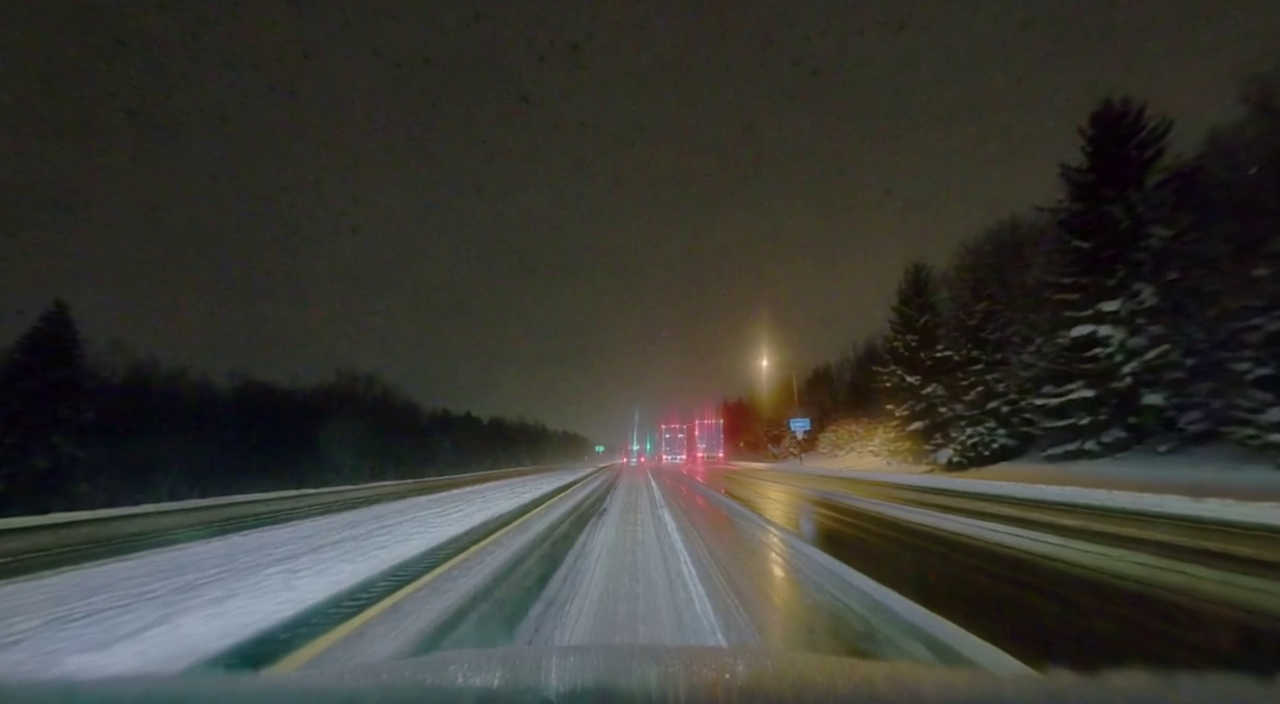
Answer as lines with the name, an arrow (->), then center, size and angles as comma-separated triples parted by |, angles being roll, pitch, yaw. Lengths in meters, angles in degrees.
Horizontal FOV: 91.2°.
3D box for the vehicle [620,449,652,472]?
vehicle -> -0.310, 7.327, 42.503 | 2.083, 1.473, 3.923 | 0, -9, -1
